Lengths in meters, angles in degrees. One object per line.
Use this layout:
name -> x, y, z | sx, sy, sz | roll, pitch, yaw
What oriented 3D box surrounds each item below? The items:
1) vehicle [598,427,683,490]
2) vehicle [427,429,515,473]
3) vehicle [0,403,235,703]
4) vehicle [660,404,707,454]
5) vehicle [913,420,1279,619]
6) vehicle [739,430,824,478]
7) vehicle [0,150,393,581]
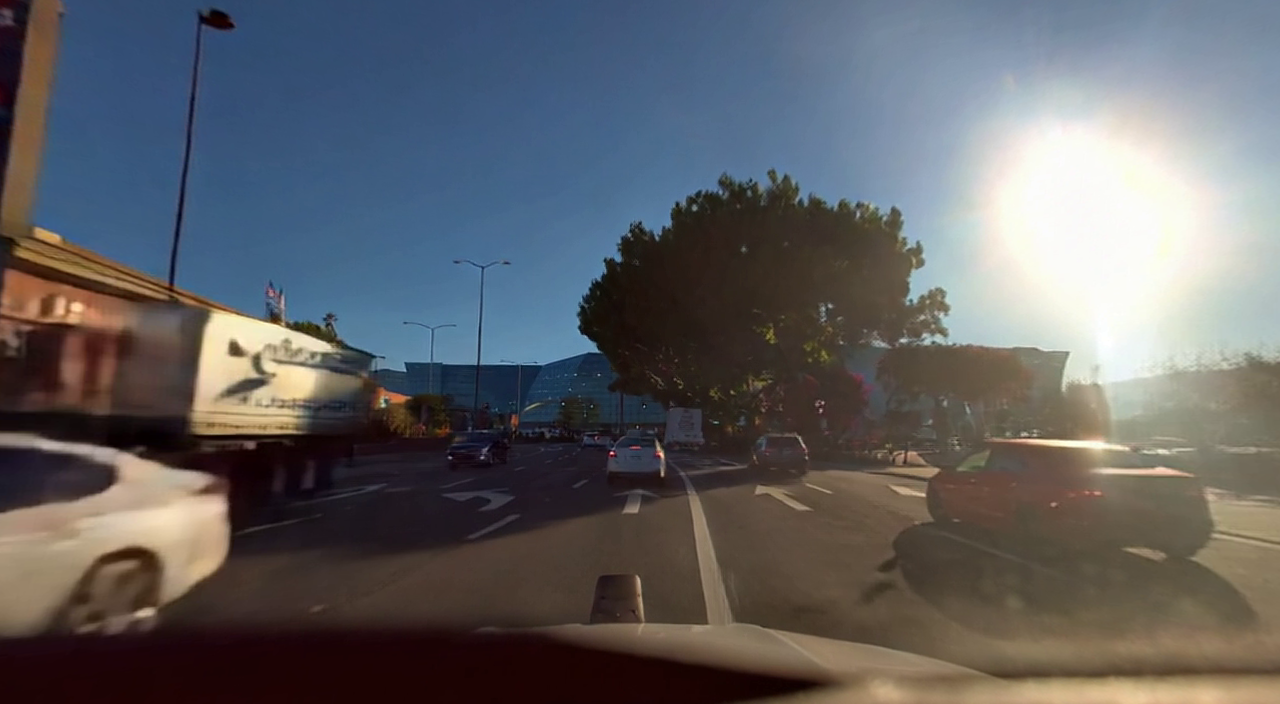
vehicle -> 0.052, 2.758, 16.687 | 1.991, 1.472, 3.518 | 0, -8, 1
vehicle -> -6.201, 3.683, 23.705 | 1.980, 1.499, 4.417 | 0, -8, 2
vehicle -> -4.064, 0.863, 2.283 | 1.964, 1.428, 4.481 | 0, -8, 5
vehicle -> 3.144, 5.857, 47.507 | 2.917, 3.482, 6.946 | 0, -8, -1
vehicle -> 5.064, 1.551, 7.030 | 2.081, 1.434, 4.833 | 0, -8, 3
vehicle -> 4.772, 3.469, 21.777 | 1.889, 1.480, 3.876 | 1, -8, -2
vehicle -> -7.034, 0.438, 8.002 | 2.986, 3.821, 10.059 | 0, -8, 5
